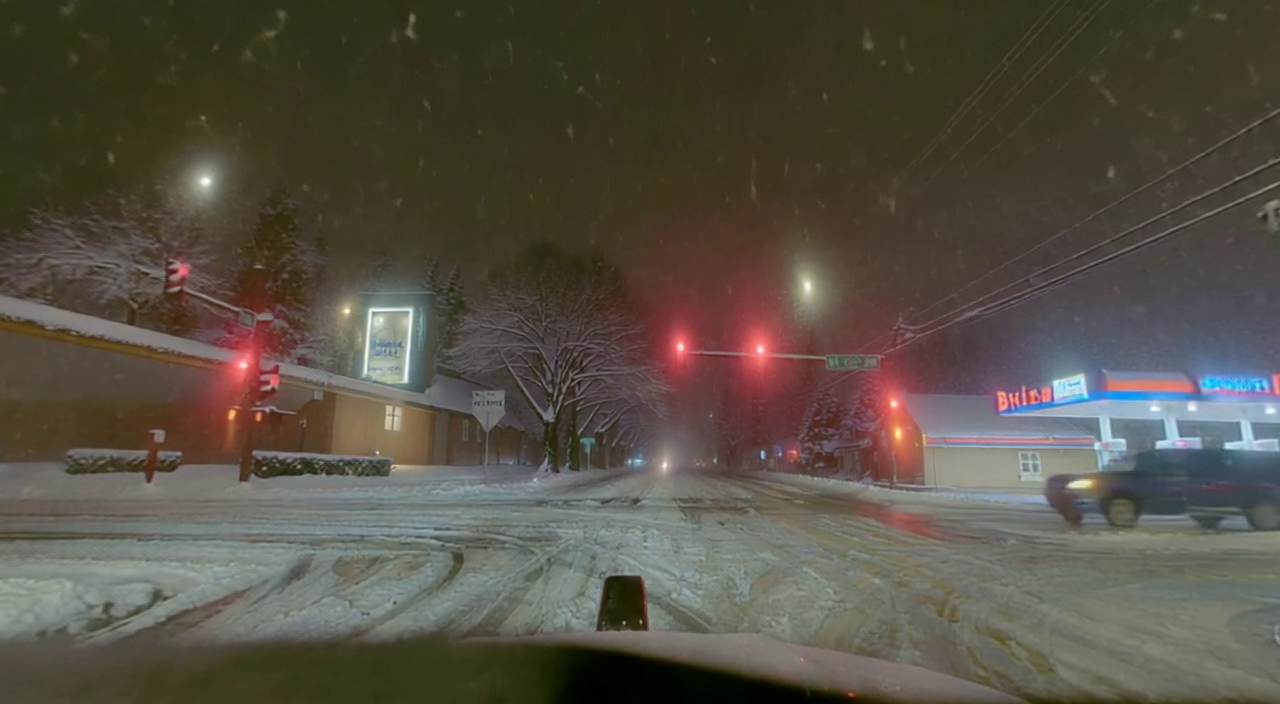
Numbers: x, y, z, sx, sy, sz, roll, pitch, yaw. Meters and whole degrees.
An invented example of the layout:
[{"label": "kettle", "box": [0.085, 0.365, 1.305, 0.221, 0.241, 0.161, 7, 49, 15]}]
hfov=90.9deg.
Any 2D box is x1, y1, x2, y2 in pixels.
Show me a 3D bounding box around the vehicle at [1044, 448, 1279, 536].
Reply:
[{"label": "vehicle", "box": [11.880, 3.007, 13.887, 4.556, 1.743, 1.938, 0, -8, 0]}]
